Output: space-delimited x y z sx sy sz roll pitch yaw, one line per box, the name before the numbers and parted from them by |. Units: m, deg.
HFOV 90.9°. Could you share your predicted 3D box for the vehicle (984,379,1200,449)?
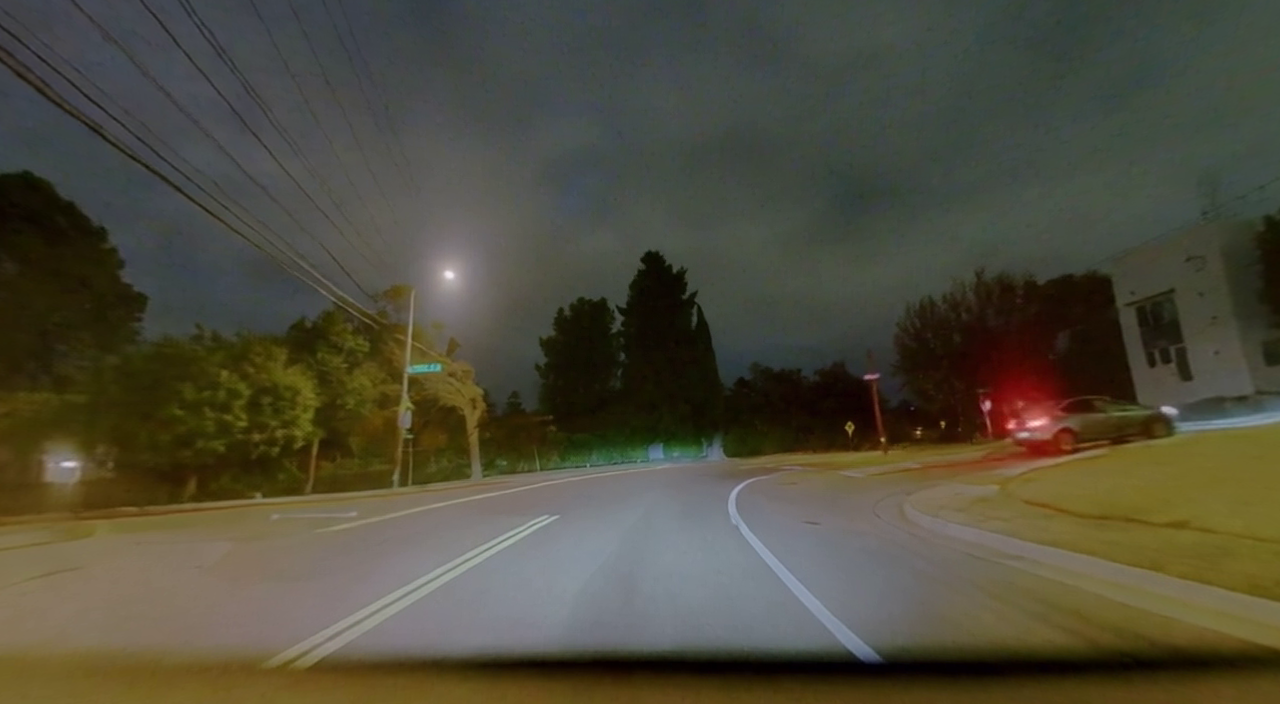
vehicle | 13.529 1.924 19.121 4.810 1.732 2.176 -3 -9 -3
